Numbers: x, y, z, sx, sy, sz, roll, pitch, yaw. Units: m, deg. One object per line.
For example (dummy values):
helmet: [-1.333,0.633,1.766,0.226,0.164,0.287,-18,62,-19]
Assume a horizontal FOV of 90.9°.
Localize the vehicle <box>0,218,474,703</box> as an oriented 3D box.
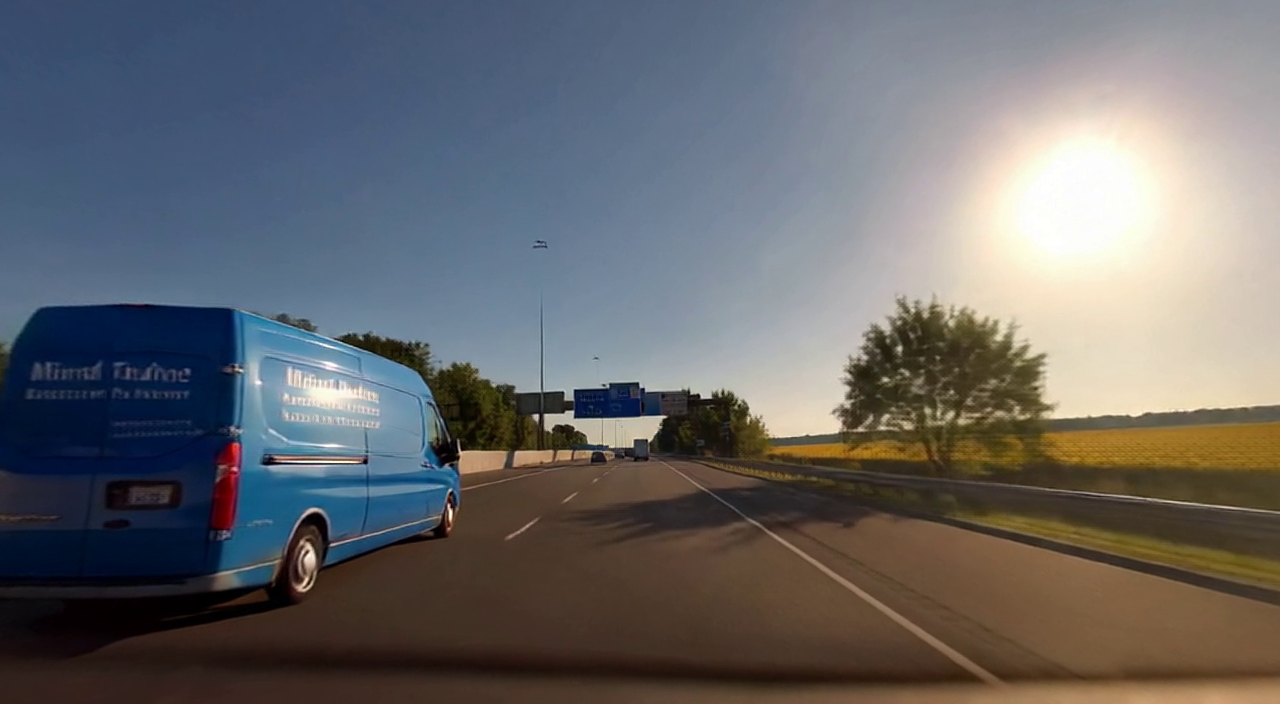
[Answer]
vehicle: [-3.879,1.090,6.722,2.320,2.636,7.021,0,-9,0]
